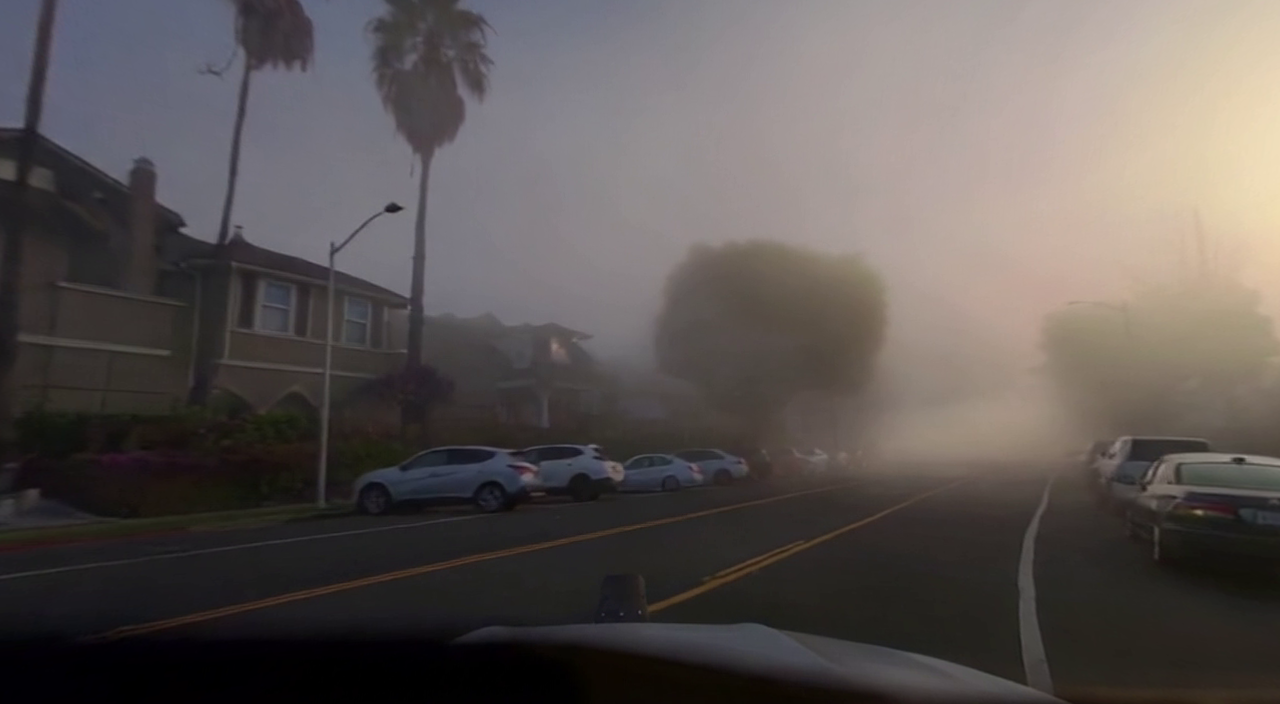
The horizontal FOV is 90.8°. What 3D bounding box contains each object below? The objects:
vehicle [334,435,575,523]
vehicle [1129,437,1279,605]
[{"bbox_3d":[-4.123,2.803,14.348,4.866,1.752,1.998,-3,-8,14],"label":"vehicle"},{"bbox_3d":[7.303,1.772,7.492,2.001,1.461,4.492,-6,-9,34],"label":"vehicle"}]
